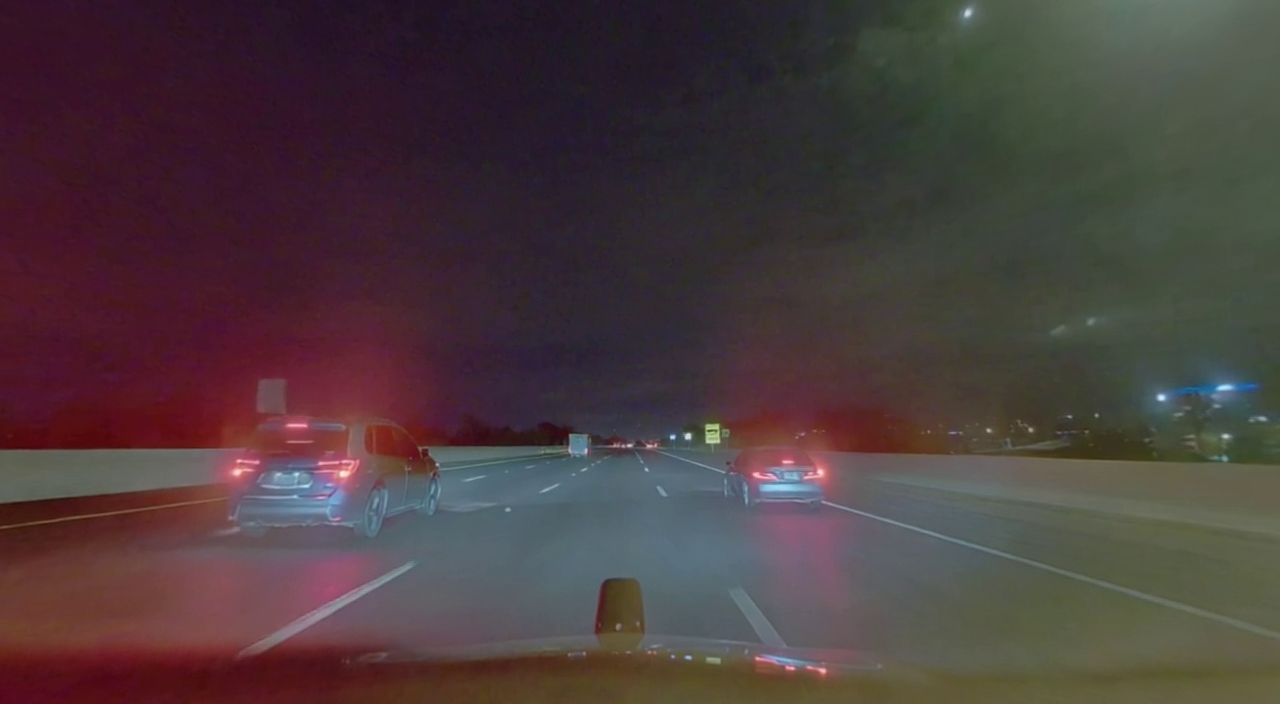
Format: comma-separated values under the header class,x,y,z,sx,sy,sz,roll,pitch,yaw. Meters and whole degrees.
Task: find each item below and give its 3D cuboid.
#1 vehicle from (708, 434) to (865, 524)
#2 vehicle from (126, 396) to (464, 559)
class,x,y,z,sx,sy,sz,roll,pitch,yaw
vehicle,2.794,2.568,13.328,2.047,1.532,4.884,1,-9,-1
vehicle,-4.773,1.876,10.125,2.285,1.853,5.564,0,-9,0
